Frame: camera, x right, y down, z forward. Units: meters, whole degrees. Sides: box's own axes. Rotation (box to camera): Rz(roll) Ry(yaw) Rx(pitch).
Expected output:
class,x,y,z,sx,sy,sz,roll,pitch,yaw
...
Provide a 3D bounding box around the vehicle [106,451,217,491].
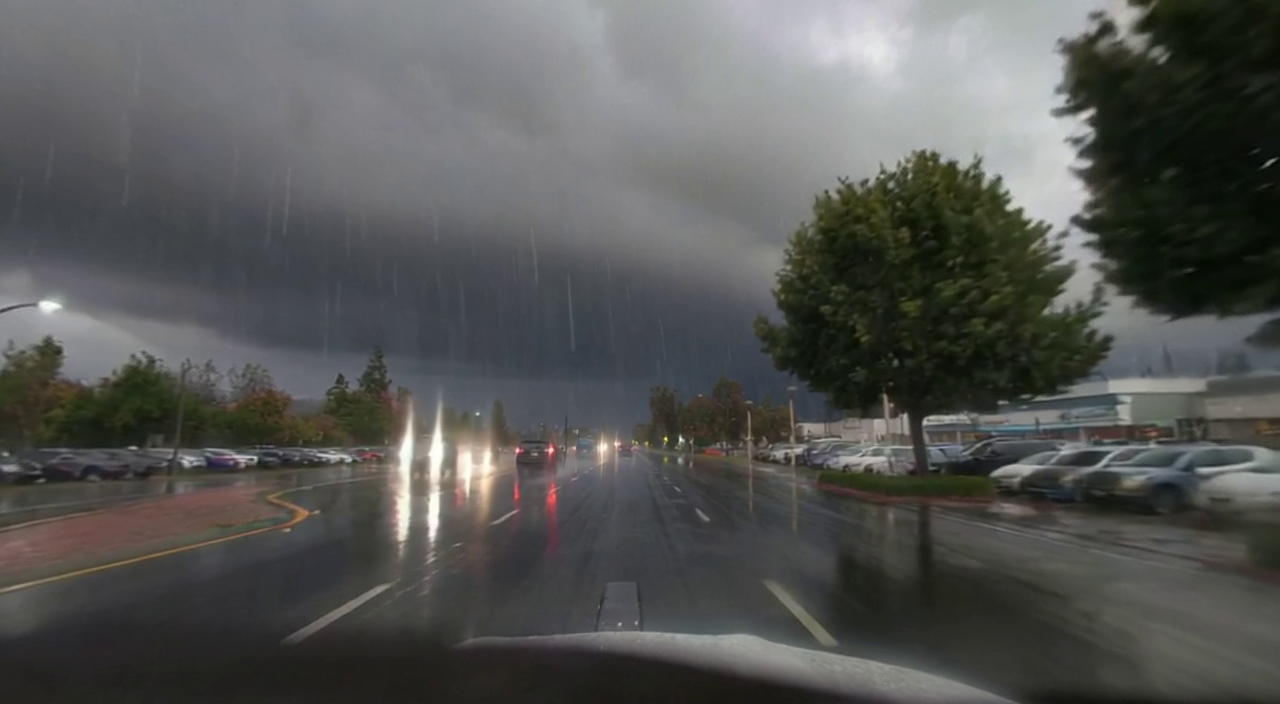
class,x,y,z,sx,sy,sz,roll,pitch,yaw
vehicle,-23.757,5.889,31.502,1.953,1.789,4.591,0,-9,-1

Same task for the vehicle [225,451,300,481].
class,x,y,z,sx,sy,sz,roll,pitch,yaw
vehicle,-23.712,7.149,39.792,1.938,1.691,4.696,0,-9,-2

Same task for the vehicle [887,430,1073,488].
class,x,y,z,sx,sy,sz,roll,pitch,yaw
vehicle,11.978,3.762,22.462,5.519,1.836,2.138,-5,-10,32

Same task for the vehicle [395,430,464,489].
class,x,y,z,sx,sy,sz,roll,pitch,yaw
vehicle,-7.866,3.993,23.671,2.123,1.864,5.553,2,-9,-18

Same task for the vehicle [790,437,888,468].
class,x,y,z,sx,sy,sz,roll,pitch,yaw
vehicle,11.991,6.088,38.236,5.426,1.811,2.193,-2,-9,15

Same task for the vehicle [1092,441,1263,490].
class,x,y,z,sx,sy,sz,roll,pitch,yaw
vehicle,18.890,4.027,22.492,1.937,1.493,4.612,-1,-9,-1

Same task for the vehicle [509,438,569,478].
class,x,y,z,sx,sy,sz,roll,pitch,yaw
vehicle,-4.546,4.868,29.053,2.109,1.672,4.256,0,-9,-1
